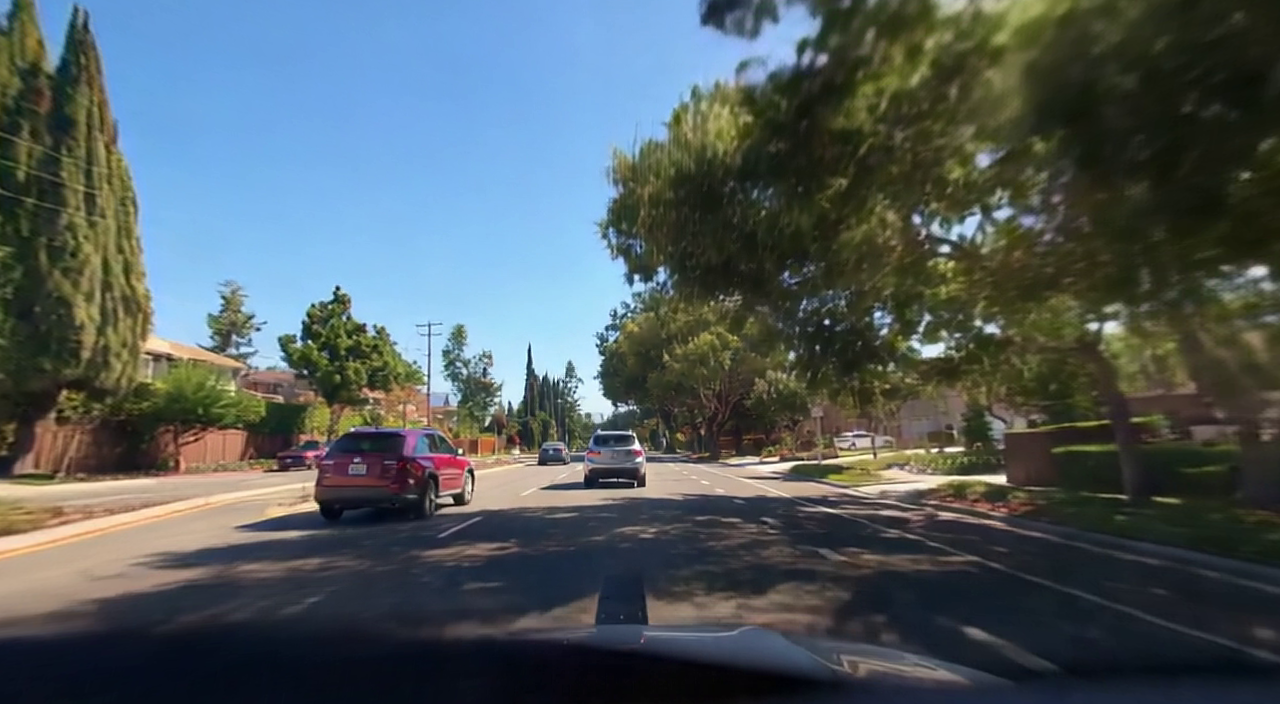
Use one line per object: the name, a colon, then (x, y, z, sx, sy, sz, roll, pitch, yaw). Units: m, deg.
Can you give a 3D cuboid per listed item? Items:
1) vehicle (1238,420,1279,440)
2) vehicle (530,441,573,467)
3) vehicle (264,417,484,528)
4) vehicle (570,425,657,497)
vehicle: (49.129, 6.153, 49.509, 1.968, 1.502, 4.125, -4, -9, 25)
vehicle: (-5.374, 6.298, 39.080, 2.014, 1.493, 4.658, 0, -8, 0)
vehicle: (-4.742, 2.218, 12.262, 2.243, 1.722, 4.621, 0, -8, 0)
vehicle: (-0.681, 3.017, 17.785, 2.131, 1.761, 4.242, 0, -8, -1)
